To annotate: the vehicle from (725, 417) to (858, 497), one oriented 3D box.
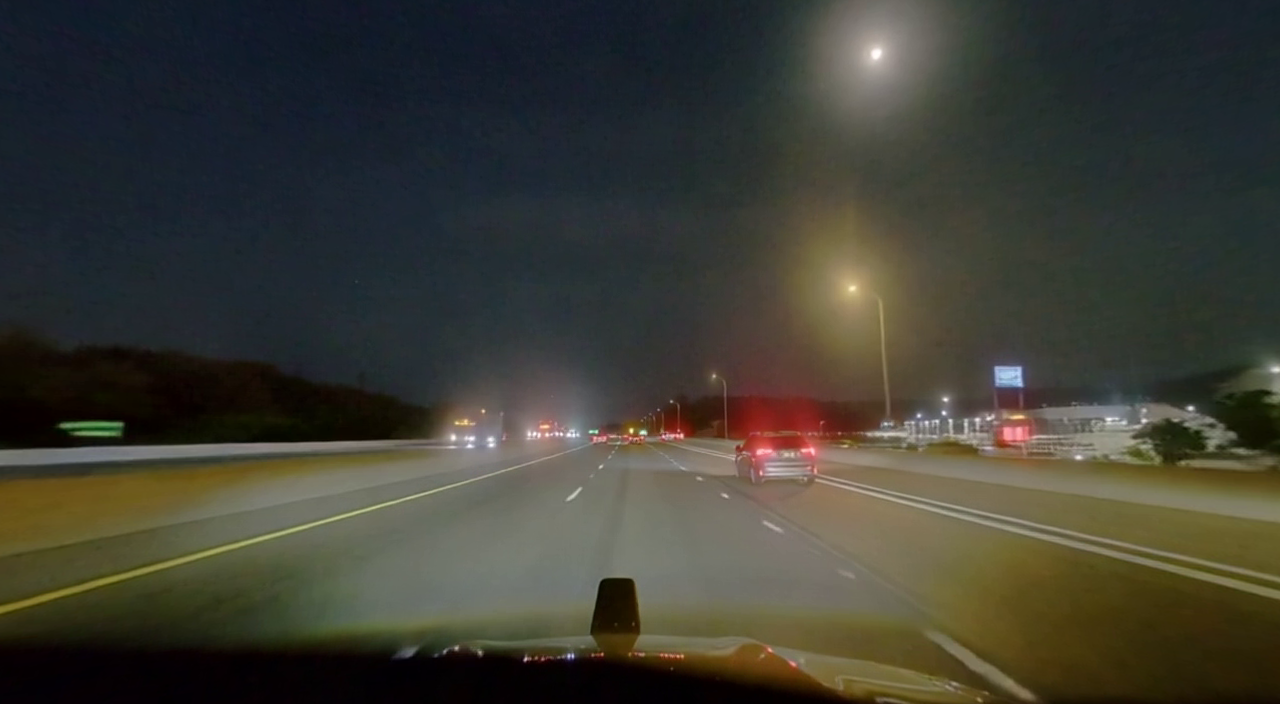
[{"bbox_3d":[3.415,2.452,15.118,2.022,1.637,4.229,0,-8,-2],"label":"vehicle"}]
